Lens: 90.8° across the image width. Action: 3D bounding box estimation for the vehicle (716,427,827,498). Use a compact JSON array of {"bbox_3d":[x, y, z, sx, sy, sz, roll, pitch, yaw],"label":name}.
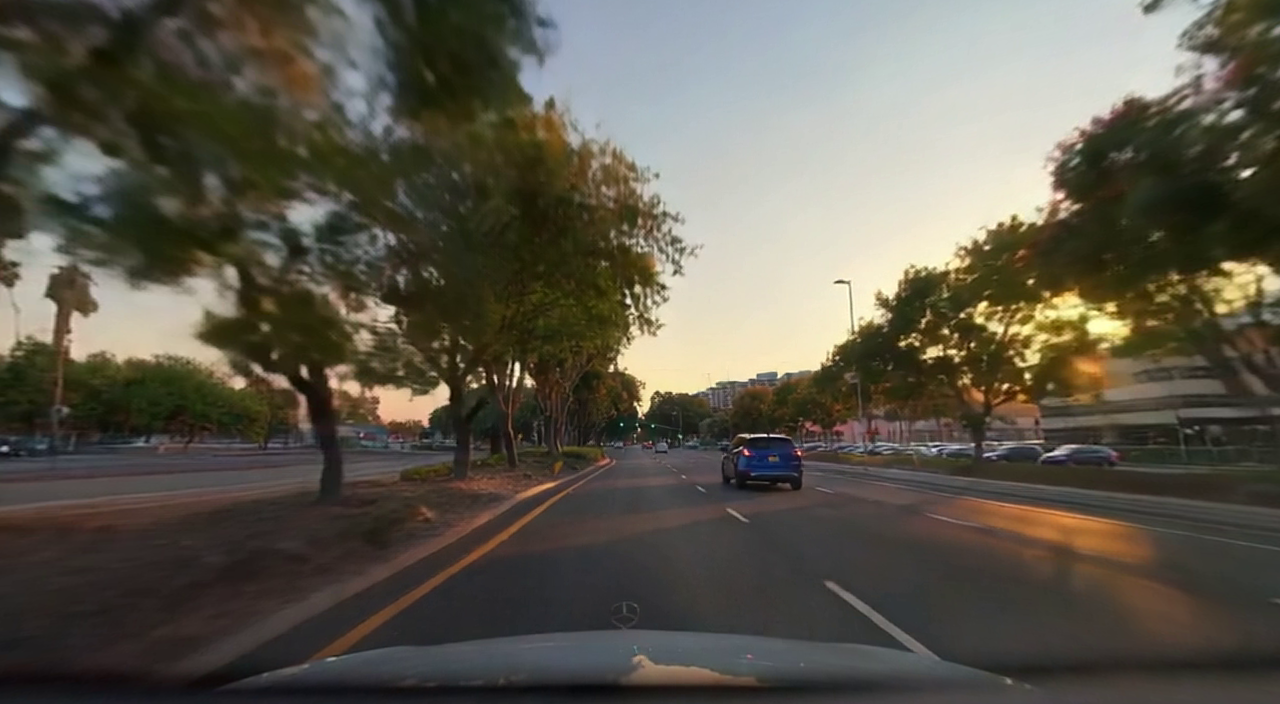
[{"bbox_3d":[3.457,3.009,17.537,2.072,1.696,4.177,0,-8,-1],"label":"vehicle"}]
